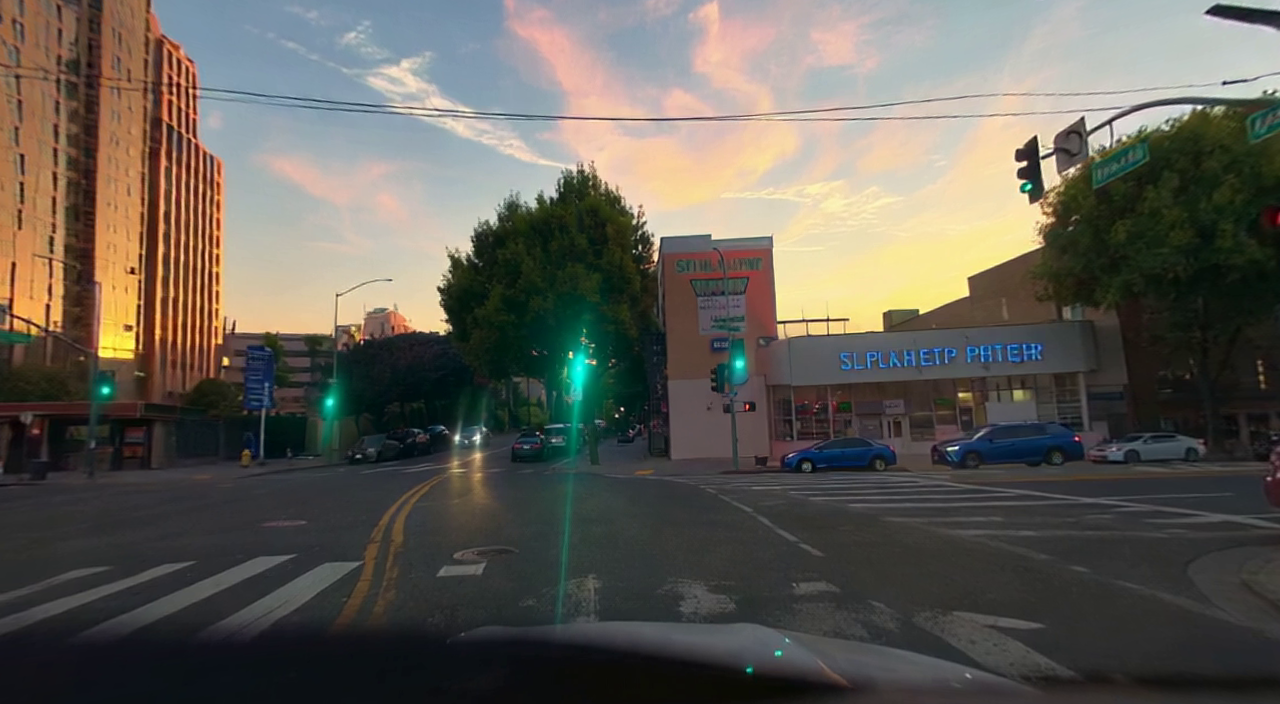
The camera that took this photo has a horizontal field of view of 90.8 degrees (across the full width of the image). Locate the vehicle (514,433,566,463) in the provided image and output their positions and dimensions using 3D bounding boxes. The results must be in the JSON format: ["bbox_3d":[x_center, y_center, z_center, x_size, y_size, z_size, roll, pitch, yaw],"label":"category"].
[{"bbox_3d":[-5.225,5.082,33.440,1.892,1.481,4.365,-1,-8,2],"label":"vehicle"}]

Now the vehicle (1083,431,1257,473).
[{"bbox_3d":[19.627,3.714,23.553,4.782,1.455,1.936,0,-8,-2],"label":"vehicle"}]

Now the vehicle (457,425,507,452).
[{"bbox_3d":[-10.868,6.051,43.853,2.181,1.723,4.692,0,-8,1],"label":"vehicle"}]

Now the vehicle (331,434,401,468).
[{"bbox_3d":[-15.174,5.455,35.263,1.933,1.461,4.393,-5,-5,0],"label":"vehicle"}]

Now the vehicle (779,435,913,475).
[{"bbox_3d":[7.703,3.897,23.970,4.426,1.446,1.795,0,-8,0],"label":"vehicle"}]

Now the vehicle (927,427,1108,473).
[{"bbox_3d":[14.049,3.668,23.789,5.420,1.609,2.063,0,-8,1],"label":"vehicle"}]

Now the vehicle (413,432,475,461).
[{"bbox_3d":[-10.607,5.151,34.543,2.119,1.485,4.472,0,-8,-2],"label":"vehicle"}]
